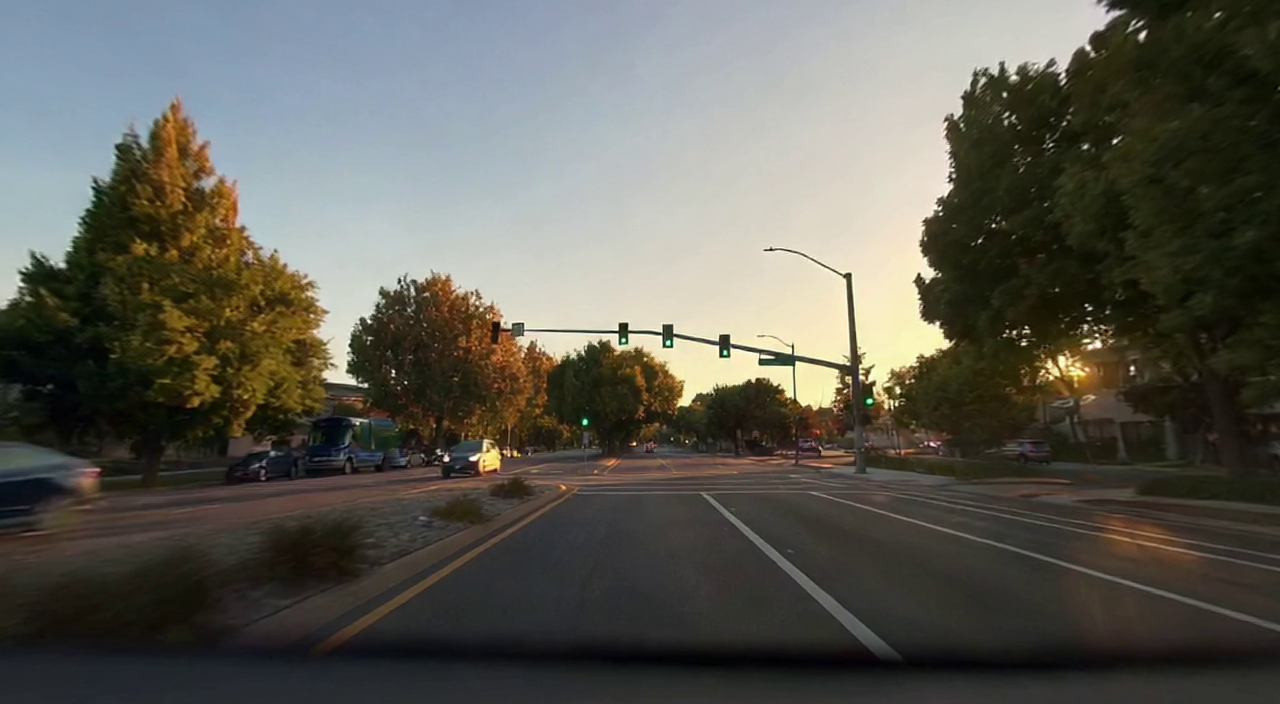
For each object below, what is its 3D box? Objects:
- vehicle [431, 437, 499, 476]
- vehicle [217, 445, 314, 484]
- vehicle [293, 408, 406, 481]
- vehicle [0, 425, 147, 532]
[{"bbox_3d":[-8.056,4.841,29.466,1.903,1.644,4.182,0,-8,1],"label":"vehicle"},{"bbox_3d":[-18.020,5.399,30.632,1.951,1.705,4.480,0,-8,0],"label":"vehicle"},{"bbox_3d":[-17.558,5.666,38.891,3.028,3.724,9.001,-4,-8,-2],"label":"vehicle"},{"bbox_3d":[-11.631,2.183,10.994,2.092,1.746,4.831,0,-8,0],"label":"vehicle"}]
